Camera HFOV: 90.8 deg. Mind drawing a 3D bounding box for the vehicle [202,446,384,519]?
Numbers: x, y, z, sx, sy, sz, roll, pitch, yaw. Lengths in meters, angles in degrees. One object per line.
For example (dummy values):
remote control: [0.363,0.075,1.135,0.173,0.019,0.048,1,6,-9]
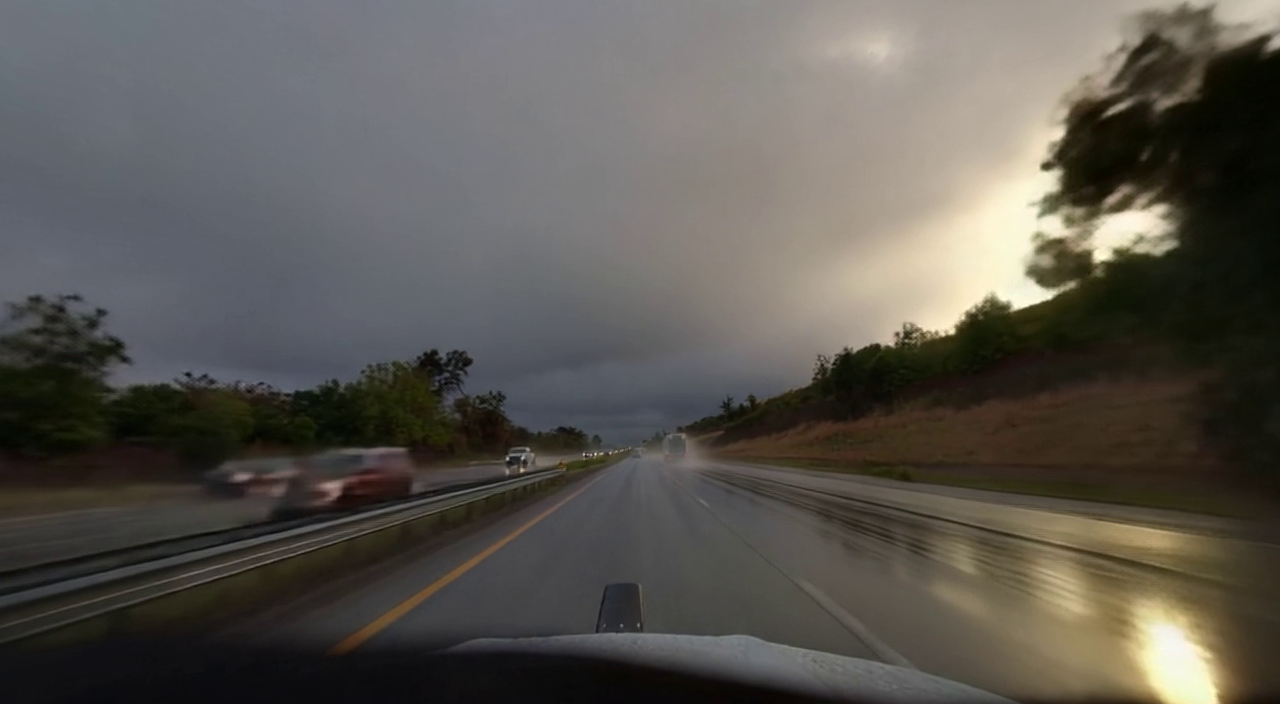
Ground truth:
vehicle: [-8.262,3.107,15.616,2.029,1.506,4.335,0,-9,0]
